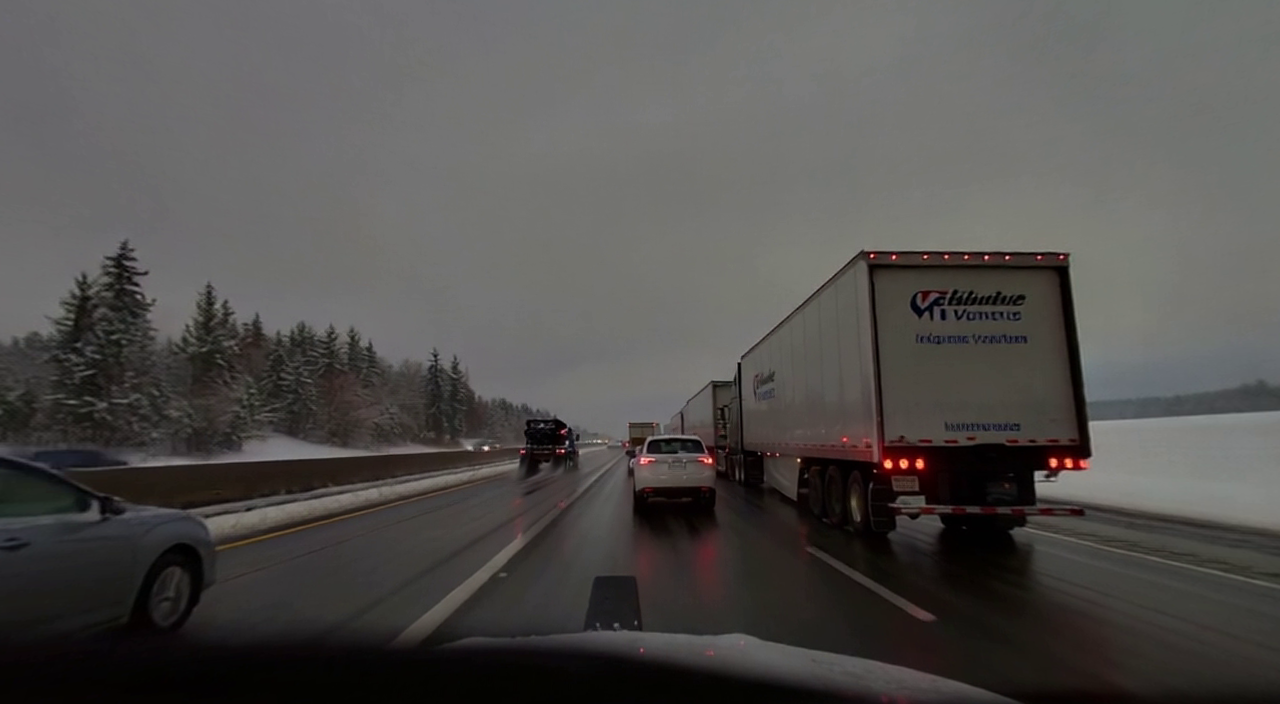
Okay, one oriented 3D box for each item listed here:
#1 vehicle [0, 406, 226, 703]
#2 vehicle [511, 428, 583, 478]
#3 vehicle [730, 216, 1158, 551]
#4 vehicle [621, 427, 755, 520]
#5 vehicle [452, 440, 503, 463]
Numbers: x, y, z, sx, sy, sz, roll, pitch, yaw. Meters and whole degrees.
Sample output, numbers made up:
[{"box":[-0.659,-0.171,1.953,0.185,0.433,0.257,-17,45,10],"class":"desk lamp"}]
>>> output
[{"box":[-4.284,0.928,2.504,2.100,1.491,4.676,0,-8,0],"class":"vehicle"},{"box":[-3.434,3.817,24.186,2.006,1.729,4.447,0,-8,1],"class":"vehicle"},{"box":[4.617,1.275,14.784,2.883,4.070,14.423,0,-8,0],"class":"vehicle"},{"box":[0.762,2.289,12.528,2.200,1.495,4.282,0,-8,-1],"class":"vehicle"},{"box":[-10.793,6.617,42.216,2.037,1.397,4.817,0,-8,1],"class":"vehicle"}]
